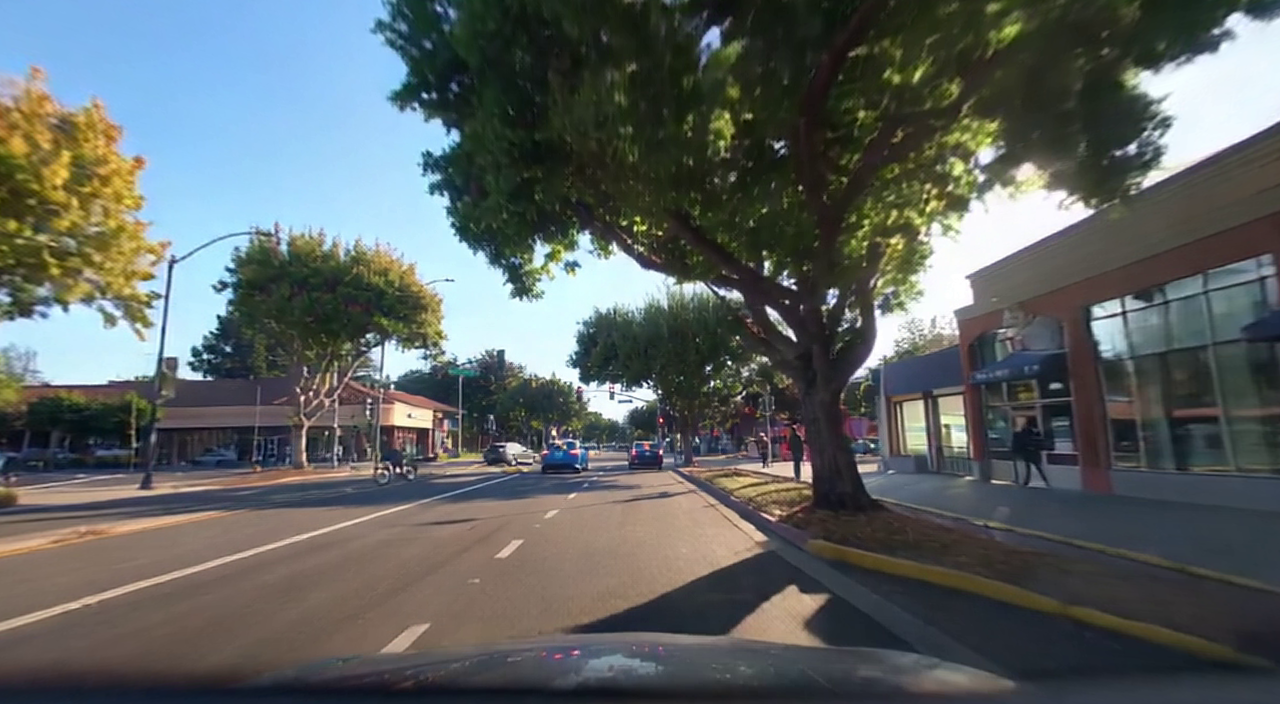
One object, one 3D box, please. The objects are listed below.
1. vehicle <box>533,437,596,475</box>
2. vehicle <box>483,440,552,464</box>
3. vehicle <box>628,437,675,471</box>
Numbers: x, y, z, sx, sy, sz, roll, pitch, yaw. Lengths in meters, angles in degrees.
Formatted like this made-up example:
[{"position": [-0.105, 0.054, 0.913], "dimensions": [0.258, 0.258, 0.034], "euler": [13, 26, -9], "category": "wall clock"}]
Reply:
[{"position": [-3.100, 4.403, 26.928], "dimensions": [2.032, 1.467, 4.411], "euler": [0, -9, 1], "category": "vehicle"}, {"position": [-8.965, 7.281, 46.192], "dimensions": [4.541, 1.689, 1.966], "euler": [5, -10, -29], "category": "vehicle"}, {"position": [0.520, 4.774, 29.727], "dimensions": [2.059, 1.456, 4.047], "euler": [0, -9, 0], "category": "vehicle"}]
